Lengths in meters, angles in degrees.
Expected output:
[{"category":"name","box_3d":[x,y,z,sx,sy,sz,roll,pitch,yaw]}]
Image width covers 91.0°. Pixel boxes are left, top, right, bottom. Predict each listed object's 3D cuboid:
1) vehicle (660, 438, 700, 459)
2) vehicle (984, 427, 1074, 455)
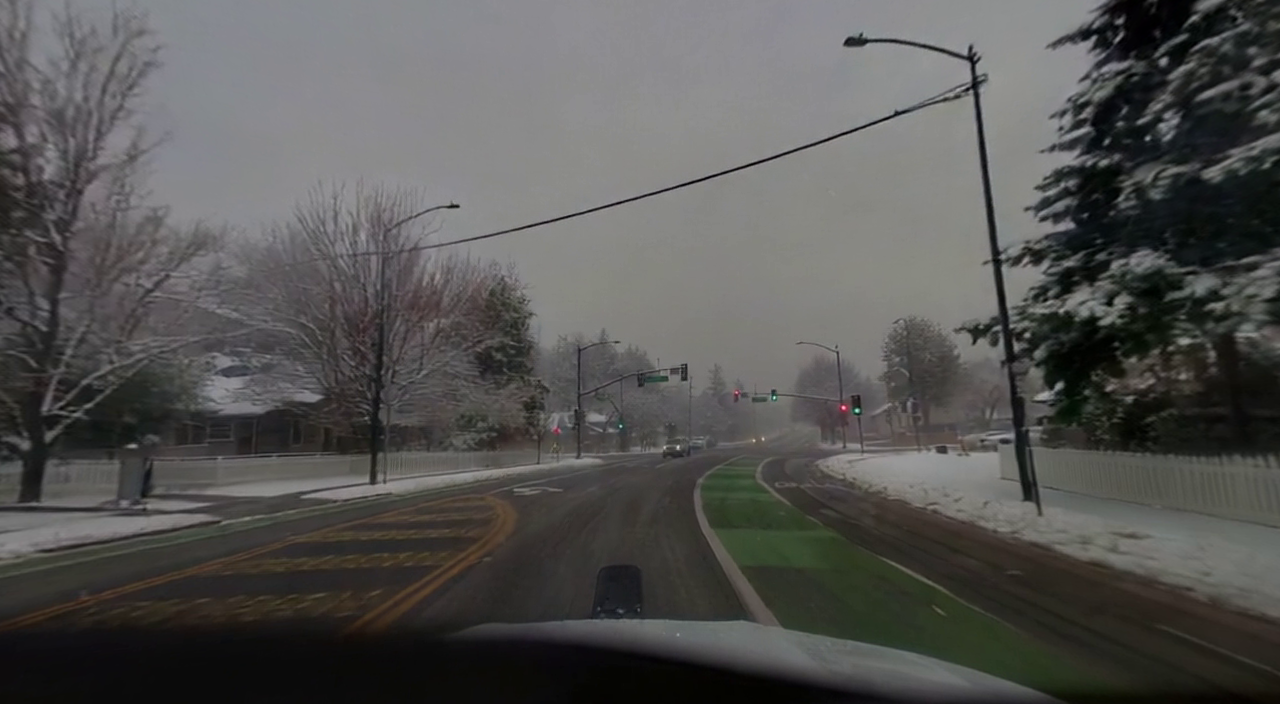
[{"category":"vehicle","box_3d":[3.029,7.062,46.175,1.904,1.489,4.746,-3,-9,16]},{"category":"vehicle","box_3d":[23.711,5.448,38.655,1.972,1.477,5.340,-2,-7,-2]}]
